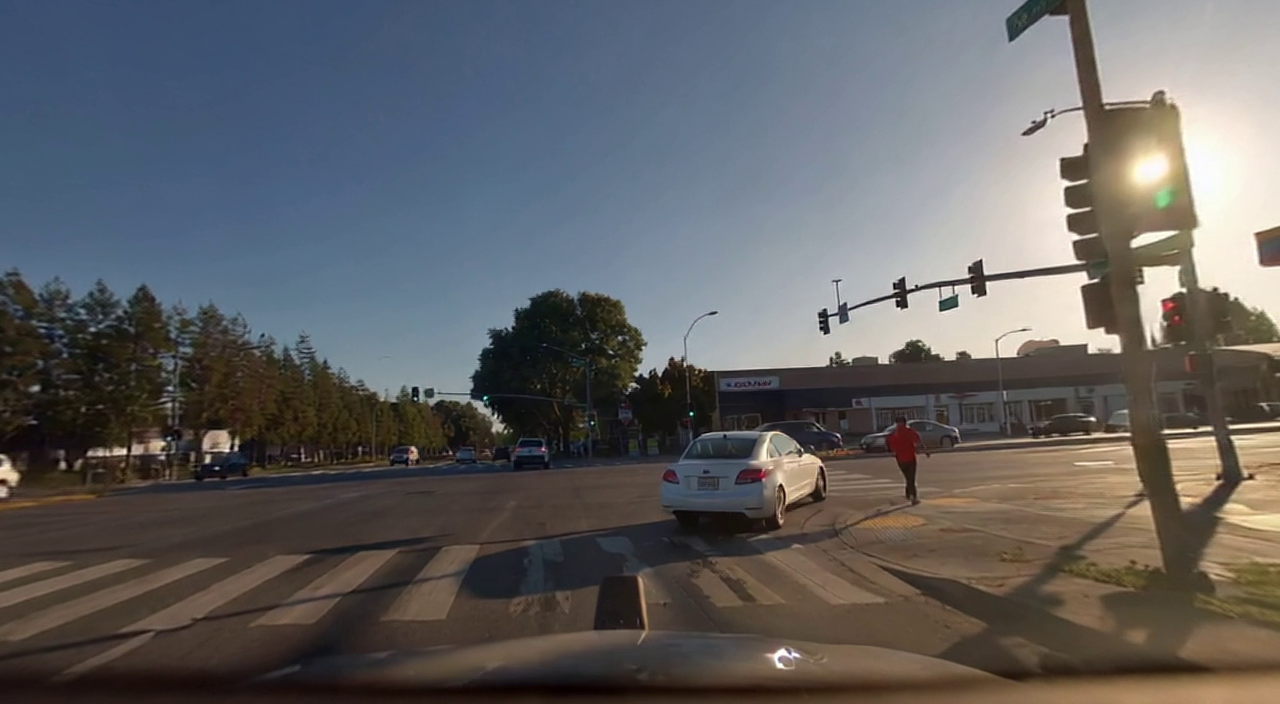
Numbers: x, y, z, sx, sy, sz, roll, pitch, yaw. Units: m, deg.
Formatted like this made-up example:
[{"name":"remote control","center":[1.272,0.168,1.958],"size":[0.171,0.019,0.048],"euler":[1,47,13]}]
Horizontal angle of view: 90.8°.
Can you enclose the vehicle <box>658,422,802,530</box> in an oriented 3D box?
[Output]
[{"name":"vehicle","center":[1.777,2.042,11.065],"size":[1.976,1.462,4.342],"euler":[-2,-8,15]}]

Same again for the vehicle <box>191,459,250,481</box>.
[{"name":"vehicle","center":[-32.776,9.186,49.515],"size":[1.894,1.480,4.710],"euler":[1,-8,-7]}]

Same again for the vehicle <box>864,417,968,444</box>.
[{"name":"vehicle","center":[14.586,4.179,33.488],"size":[4.700,1.417,1.789],"euler":[1,-8,-7]}]

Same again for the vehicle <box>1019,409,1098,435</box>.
[{"name":"vehicle","center":[27.230,4.567,41.137],"size":[3.923,1.619,1.817],"euler":[1,-8,-8]}]

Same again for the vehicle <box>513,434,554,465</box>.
[{"name":"vehicle","center":[-6.369,5.886,38.193],"size":[2.210,1.722,4.215],"euler":[1,-8,-7]}]
